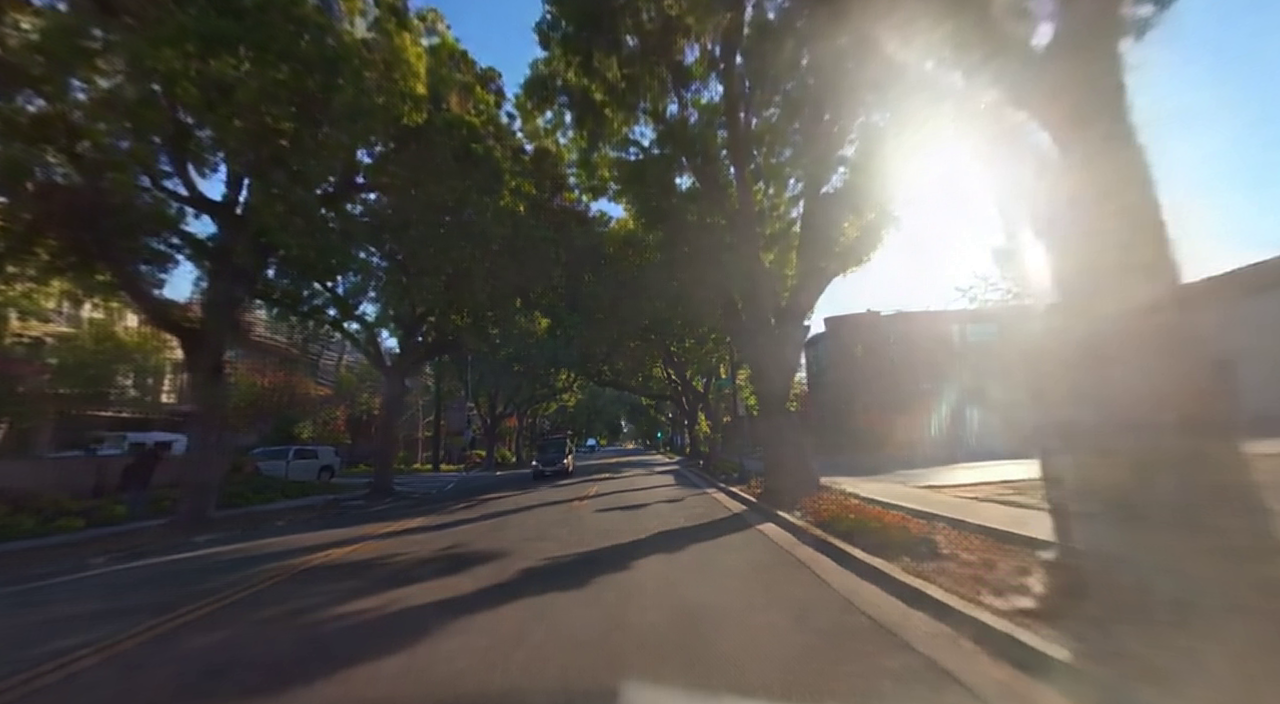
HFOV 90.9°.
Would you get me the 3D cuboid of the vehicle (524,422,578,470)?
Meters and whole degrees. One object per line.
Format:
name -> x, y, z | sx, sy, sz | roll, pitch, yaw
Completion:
vehicle -> -5.428, 5.847, 39.238 | 2.303, 2.760, 5.868 | 0, -9, 2
